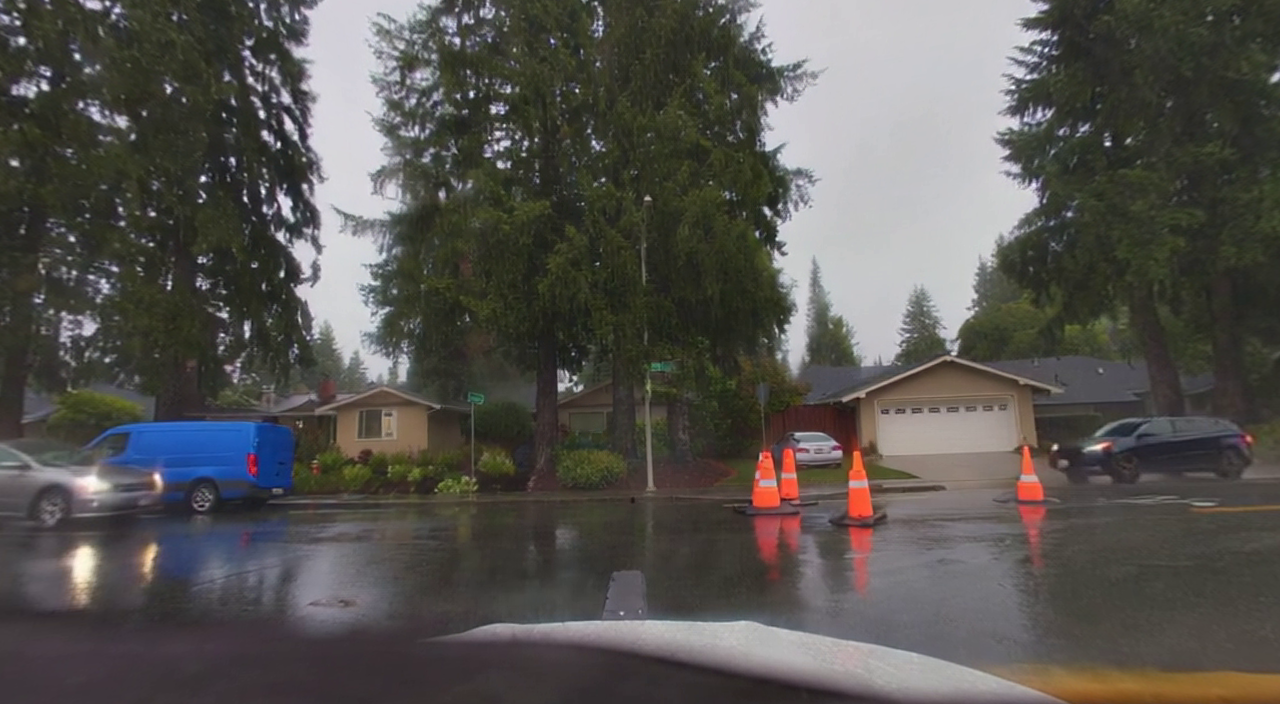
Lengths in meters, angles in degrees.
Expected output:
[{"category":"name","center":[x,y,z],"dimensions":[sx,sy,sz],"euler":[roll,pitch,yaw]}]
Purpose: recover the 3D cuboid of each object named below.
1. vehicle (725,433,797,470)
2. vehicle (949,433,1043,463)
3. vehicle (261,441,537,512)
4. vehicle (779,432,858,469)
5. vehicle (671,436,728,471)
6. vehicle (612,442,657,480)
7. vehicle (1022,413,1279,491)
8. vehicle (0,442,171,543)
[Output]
[{"category":"vehicle","center":[5.344,4.467,28.498],"dimensions":[2.007,1.555,4.204],"euler":[1,-9,-7]},{"category":"vehicle","center":[23.388,6.295,41.629],"dimensions":[4.984,1.912,2.132],"euler":[1,-8,-5]},{"category":"vehicle","center":[-6.368,3.413,17.784],"dimensions":[6.643,1.777,2.925],"euler":[1,-8,-6]},{"category":"vehicle","center":[8.067,4.495,28.963],"dimensions":[1.893,1.529,4.422],"euler":[1,-9,-7]},{"category":"vehicle","center":[2.589,4.538,28.357],"dimensions":[1.745,1.461,4.074],"euler":[1,-9,-6]},{"category":"vehicle","center":[-0.300,4.762,27.930],"dimensions":[1.648,1.430,3.654],"euler":[4,-9,-4]},{"category":"vehicle","center":[13.078,2.575,16.369],"dimensions":[5.047,1.851,2.103],"euler":[1,-9,-5]},{"category":"vehicle","center":[-11.332,2.350,10.938],"dimensions":[4.684,1.556,2.087],"euler":[0,-8,-1]}]
